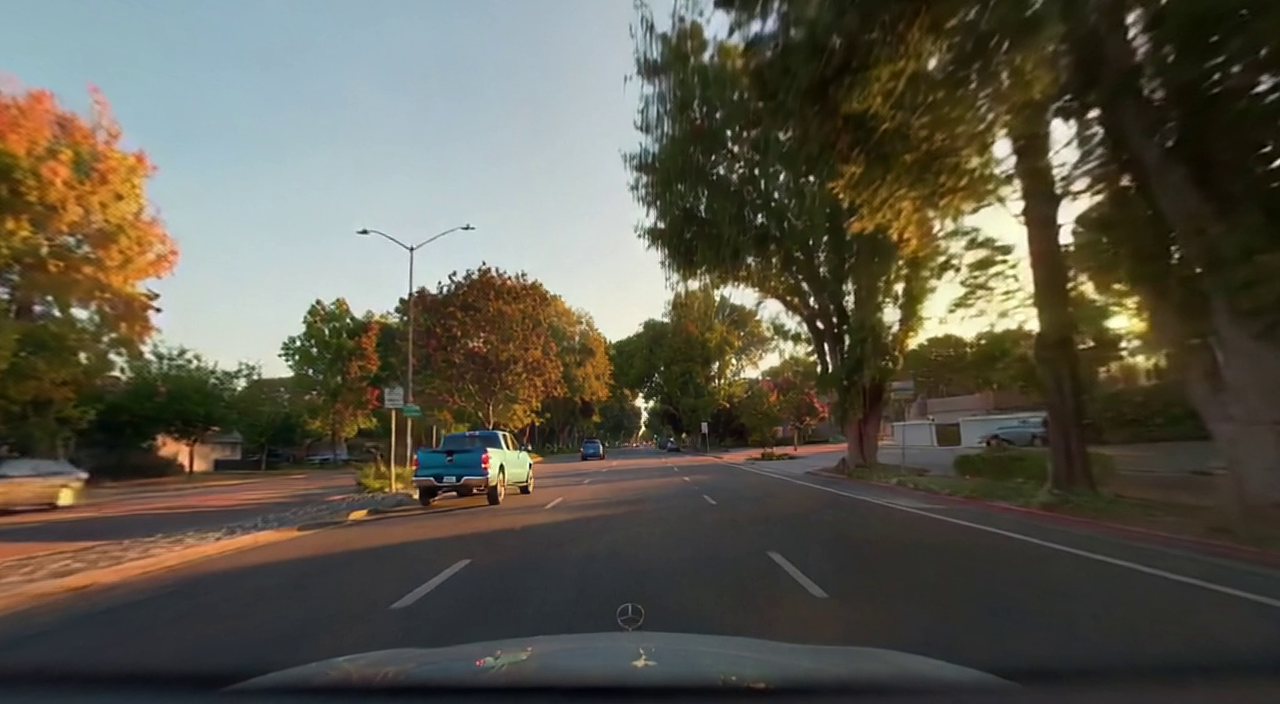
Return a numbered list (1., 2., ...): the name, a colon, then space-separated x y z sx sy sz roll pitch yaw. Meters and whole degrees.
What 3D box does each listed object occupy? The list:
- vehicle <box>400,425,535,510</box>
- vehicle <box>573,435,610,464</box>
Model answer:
1. vehicle: -4.036 2.788 15.685 2.002 1.747 4.728 0 -8 0
2. vehicle: -3.480 7.075 45.905 2.230 1.987 4.385 -1 -8 1
